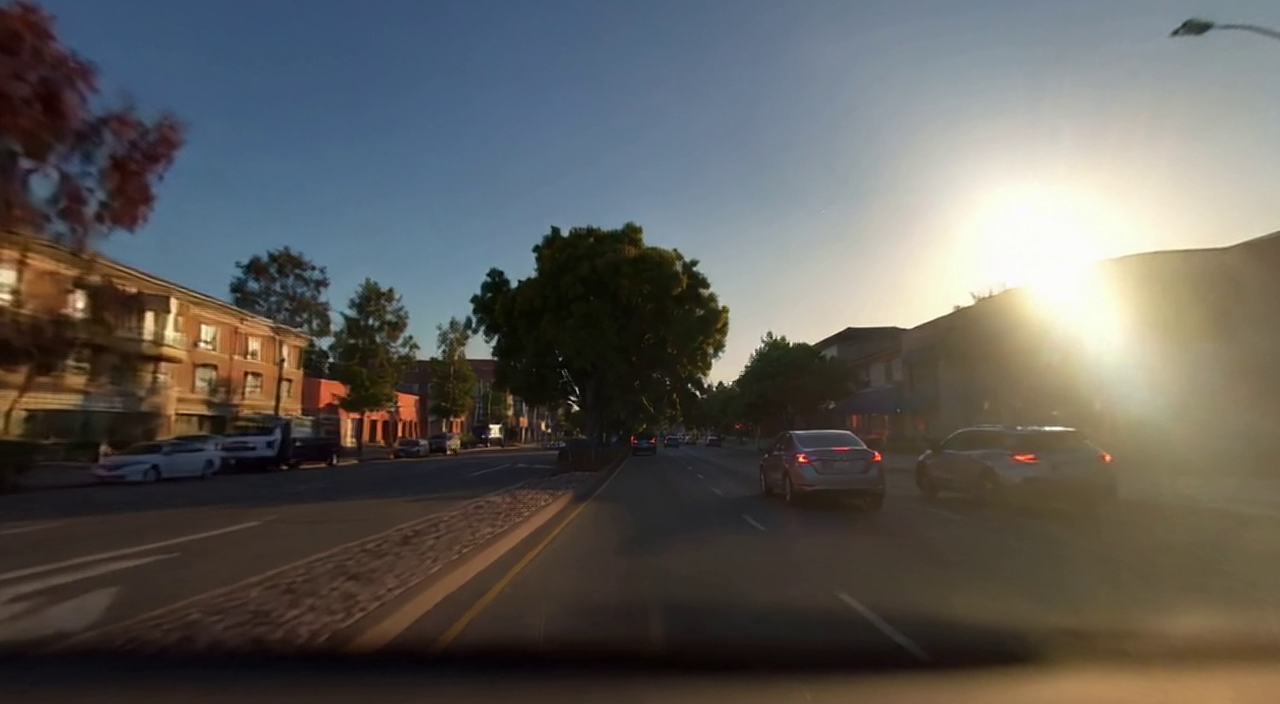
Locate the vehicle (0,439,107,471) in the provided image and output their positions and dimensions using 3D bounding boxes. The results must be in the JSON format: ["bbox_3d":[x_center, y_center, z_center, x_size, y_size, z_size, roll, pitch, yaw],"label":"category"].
[{"bbox_3d":[-27.138,4.692,29.033,1.795,1.360,3.780,-1,-8,1],"label":"vehicle"}]

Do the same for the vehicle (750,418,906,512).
[{"bbox_3d":[3.724,2.311,13.352,2.072,1.669,3.836,-1,-8,0],"label":"vehicle"}]

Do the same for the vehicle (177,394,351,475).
[{"bbox_3d":[-18.656,4.286,32.395,2.935,3.431,9.380,-2,-8,2],"label":"vehicle"}]

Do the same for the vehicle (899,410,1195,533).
[{"bbox_3d":[6.860,2.058,11.539,2.134,1.738,4.833,-1,-8,-1],"label":"vehicle"}]

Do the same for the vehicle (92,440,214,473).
[{"bbox_3d":[-23.175,4.954,30.312,1.824,1.420,4.984,-1,-8,2],"label":"vehicle"}]
